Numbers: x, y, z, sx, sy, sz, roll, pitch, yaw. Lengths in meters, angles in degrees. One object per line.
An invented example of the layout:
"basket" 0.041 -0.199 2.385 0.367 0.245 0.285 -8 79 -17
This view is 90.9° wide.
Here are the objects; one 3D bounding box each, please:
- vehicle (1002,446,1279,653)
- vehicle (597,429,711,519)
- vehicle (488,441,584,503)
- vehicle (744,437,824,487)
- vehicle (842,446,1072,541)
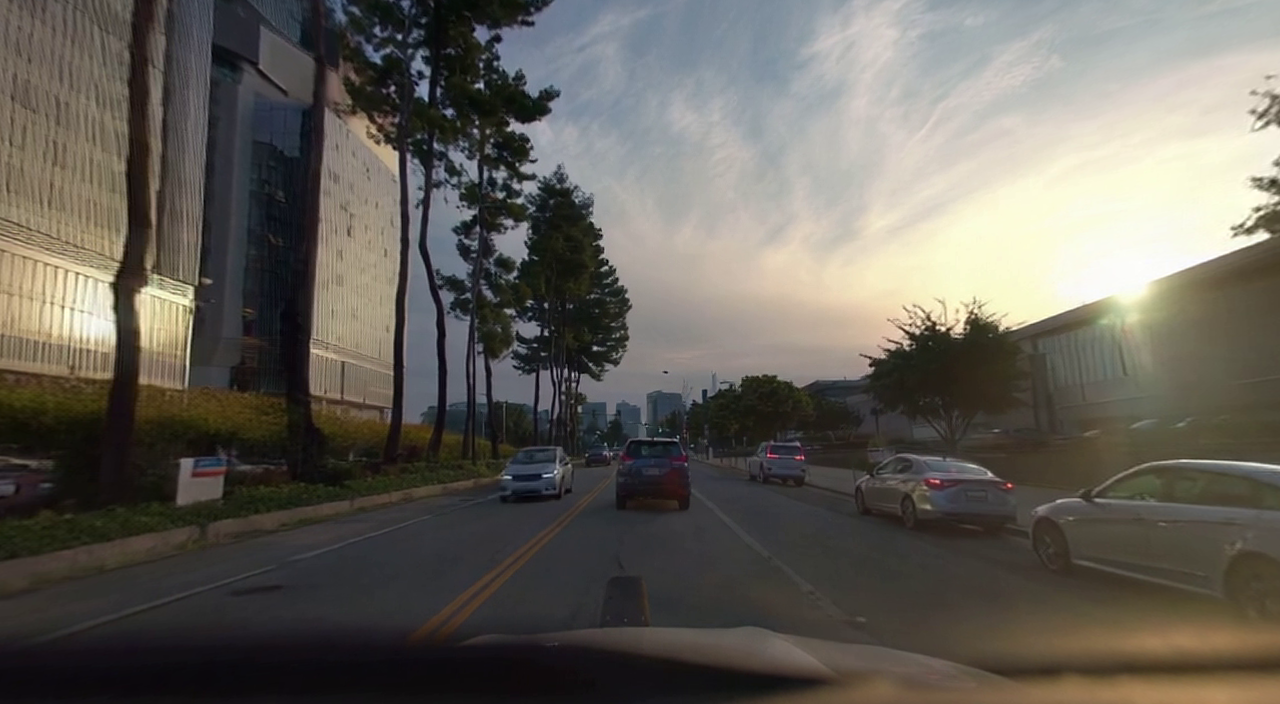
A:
"vehicle" 5.532 1.591 5.646 1.809 1.478 4.623 0 -9 0
"vehicle" 0.293 2.564 13.686 2.105 1.653 3.887 0 -9 1
"vehicle" -2.779 3.315 17.854 1.979 1.534 4.076 0 -9 1
"vehicle" 5.664 4.388 25.405 2.059 1.813 4.637 0 -9 -1
"vehicle" 5.678 2.552 12.193 1.852 1.452 4.852 0 -9 -1
